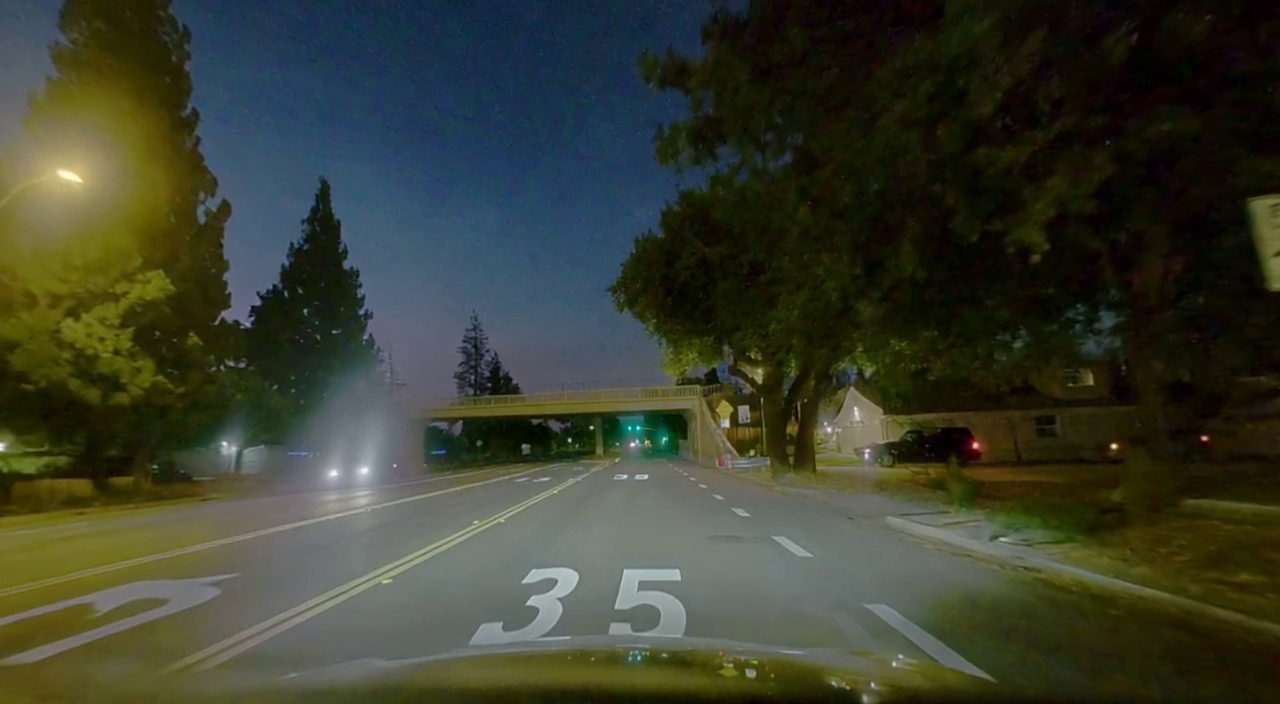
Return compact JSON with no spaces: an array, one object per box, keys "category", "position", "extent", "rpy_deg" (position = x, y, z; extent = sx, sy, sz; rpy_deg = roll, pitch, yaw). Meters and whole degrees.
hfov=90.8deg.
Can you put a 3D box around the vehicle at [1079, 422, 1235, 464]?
[{"category":"vehicle","position":[22.964,4.126,28.301],"extent":[1.866,1.483,4.910],"rpy_deg":[1,-10,-30]}]

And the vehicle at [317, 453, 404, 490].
[{"category":"vehicle","position":[-13.121,5.599,30.042],"extent":[1.972,1.551,4.755],"rpy_deg":[-1,-9,0]}]

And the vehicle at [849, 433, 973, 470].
[{"category":"vehicle","position":[11.501,4.262,27.191],"extent":[1.809,1.432,4.629],"rpy_deg":[5,-10,-31]}]

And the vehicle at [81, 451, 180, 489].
[{"category":"vehicle","position":[-32.205,7.428,40.135],"extent":[1.990,2.165,4.424],"rpy_deg":[-2,-9,13]}]
